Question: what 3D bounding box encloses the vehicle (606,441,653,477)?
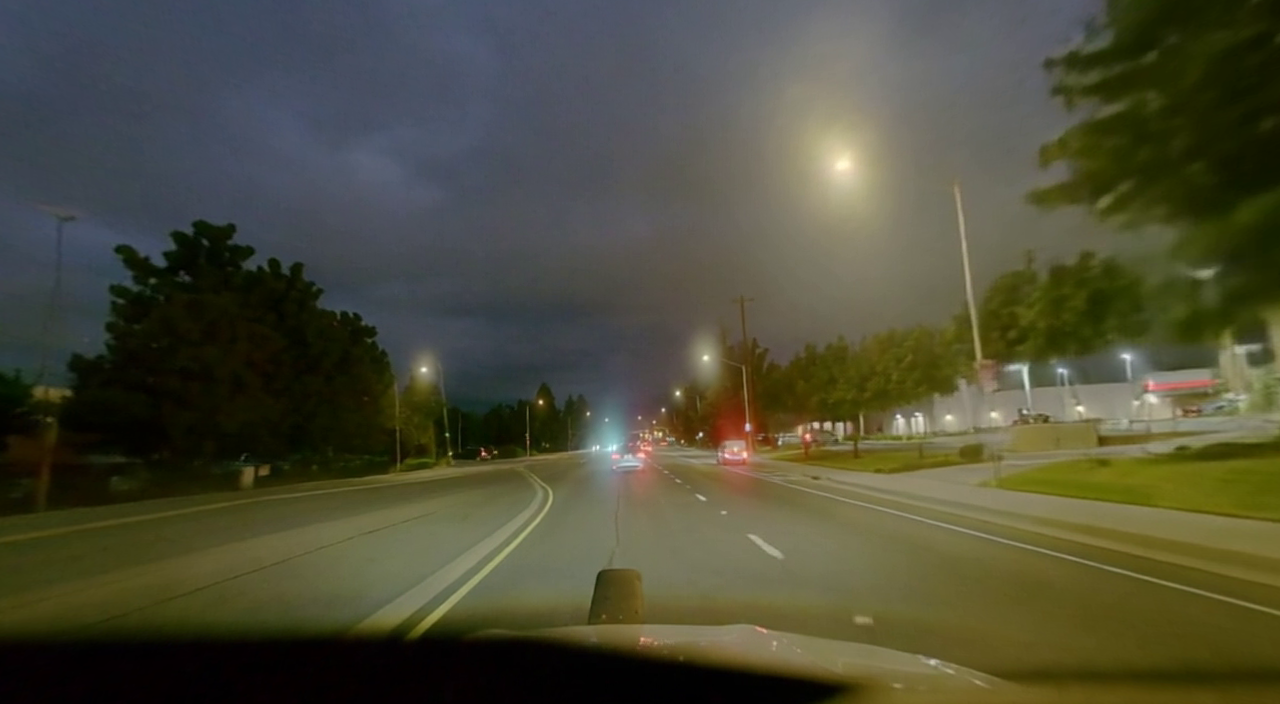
[{"bbox_3d":[-0.510,5.256,31.284,2.181,1.639,4.127,0,-9,-1],"label":"vehicle"}]
